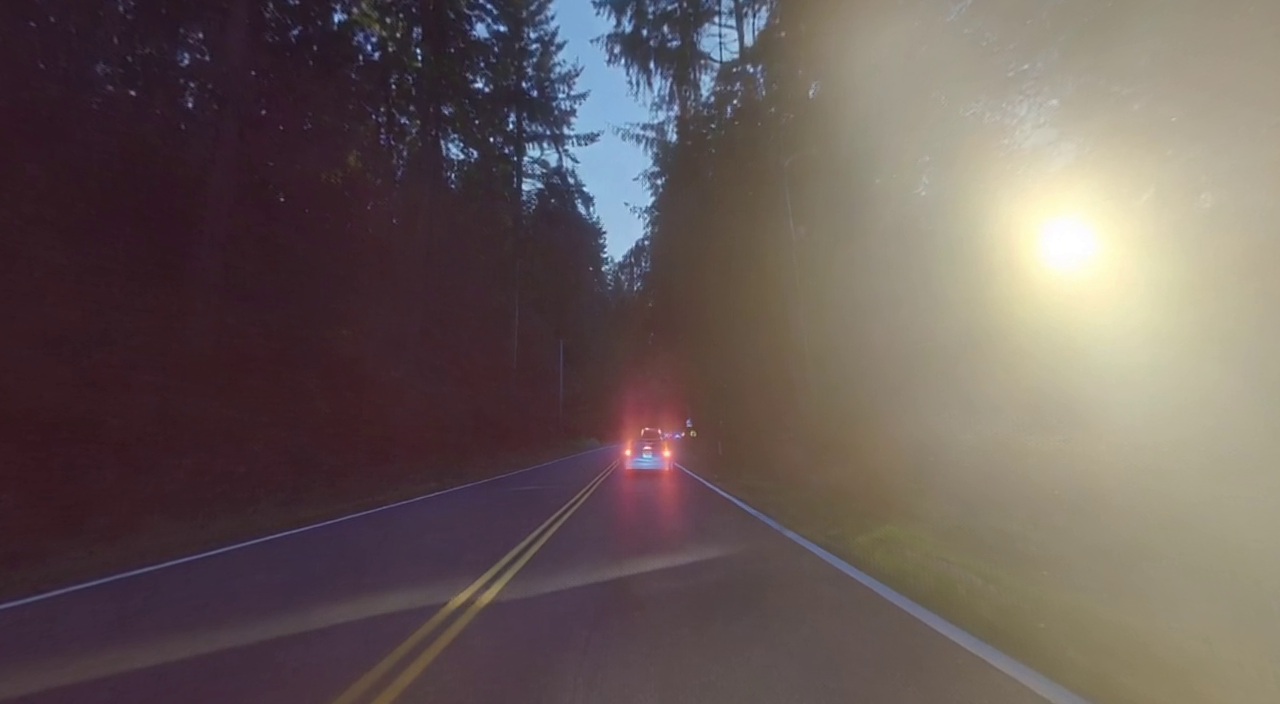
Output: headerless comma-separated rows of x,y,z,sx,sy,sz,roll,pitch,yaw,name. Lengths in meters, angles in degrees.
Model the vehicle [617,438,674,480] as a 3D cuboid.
0.162,4.177,24.889,2.081,1.503,3.726,0,-8,-1,vehicle
